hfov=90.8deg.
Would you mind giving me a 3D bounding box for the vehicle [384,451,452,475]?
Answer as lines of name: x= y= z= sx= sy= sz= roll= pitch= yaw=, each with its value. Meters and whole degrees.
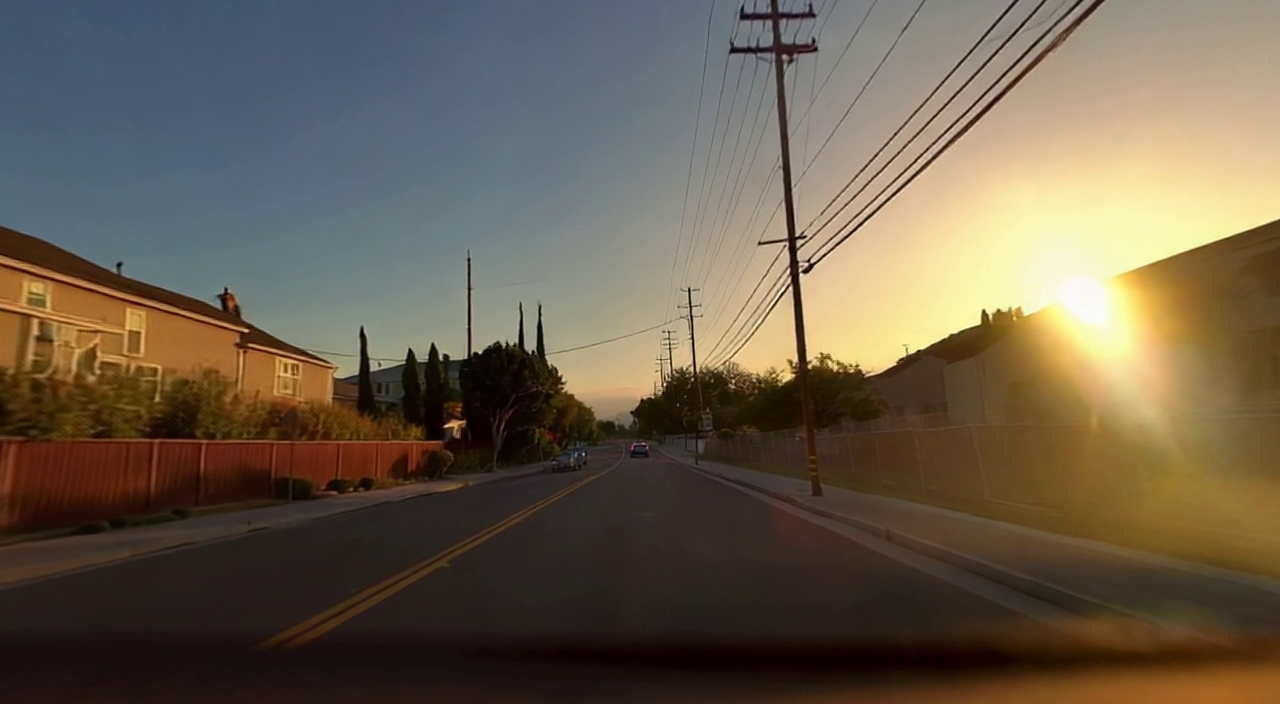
vehicle: x=-17.129 y=8.561 z=49.015 sx=4.556 sy=1.767 sz=2.023 roll=0 pitch=-9 yaw=-4
